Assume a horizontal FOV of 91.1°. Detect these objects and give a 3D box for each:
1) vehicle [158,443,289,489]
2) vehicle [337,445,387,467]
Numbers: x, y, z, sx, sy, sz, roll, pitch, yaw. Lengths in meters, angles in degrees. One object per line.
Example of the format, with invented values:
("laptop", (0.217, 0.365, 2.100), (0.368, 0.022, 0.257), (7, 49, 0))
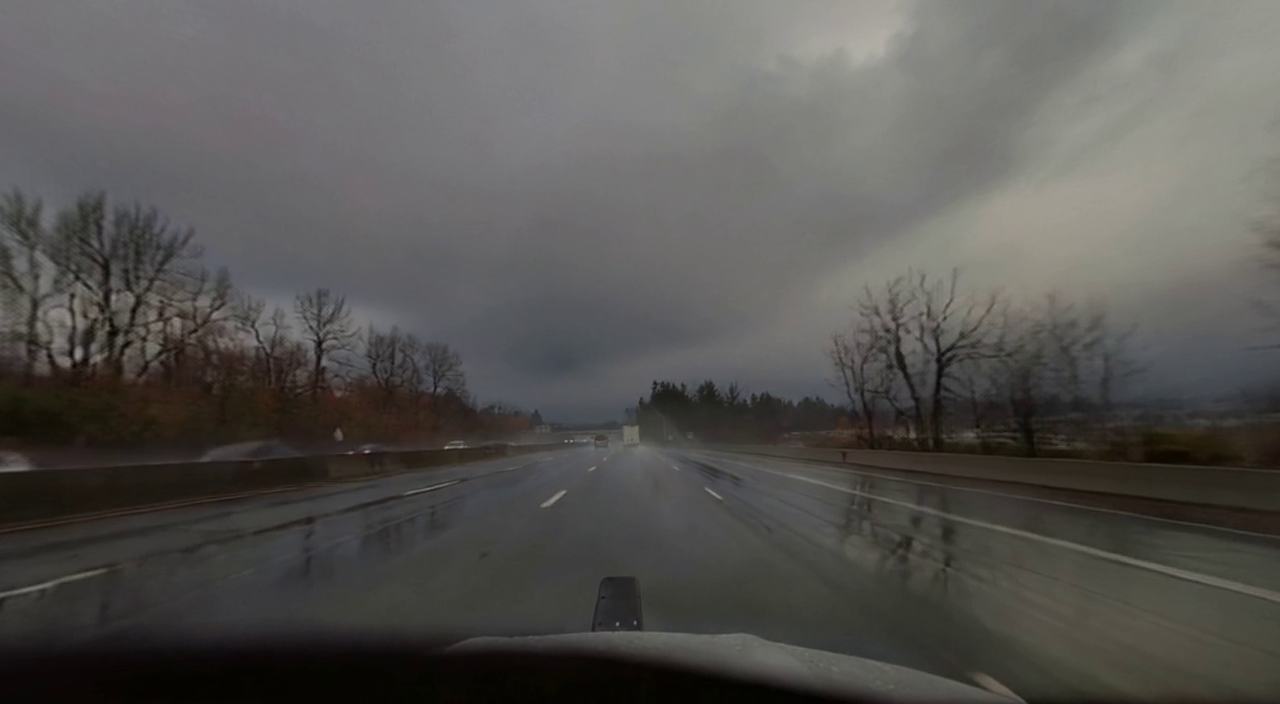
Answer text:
("vehicle", (-15.105, 4.122, 23.167), (1.910, 1.451, 4.397), (0, -8, -2))
("vehicle", (-19.740, 7.374, 44.744), (1.765, 1.465, 3.932), (0, -8, 0))
